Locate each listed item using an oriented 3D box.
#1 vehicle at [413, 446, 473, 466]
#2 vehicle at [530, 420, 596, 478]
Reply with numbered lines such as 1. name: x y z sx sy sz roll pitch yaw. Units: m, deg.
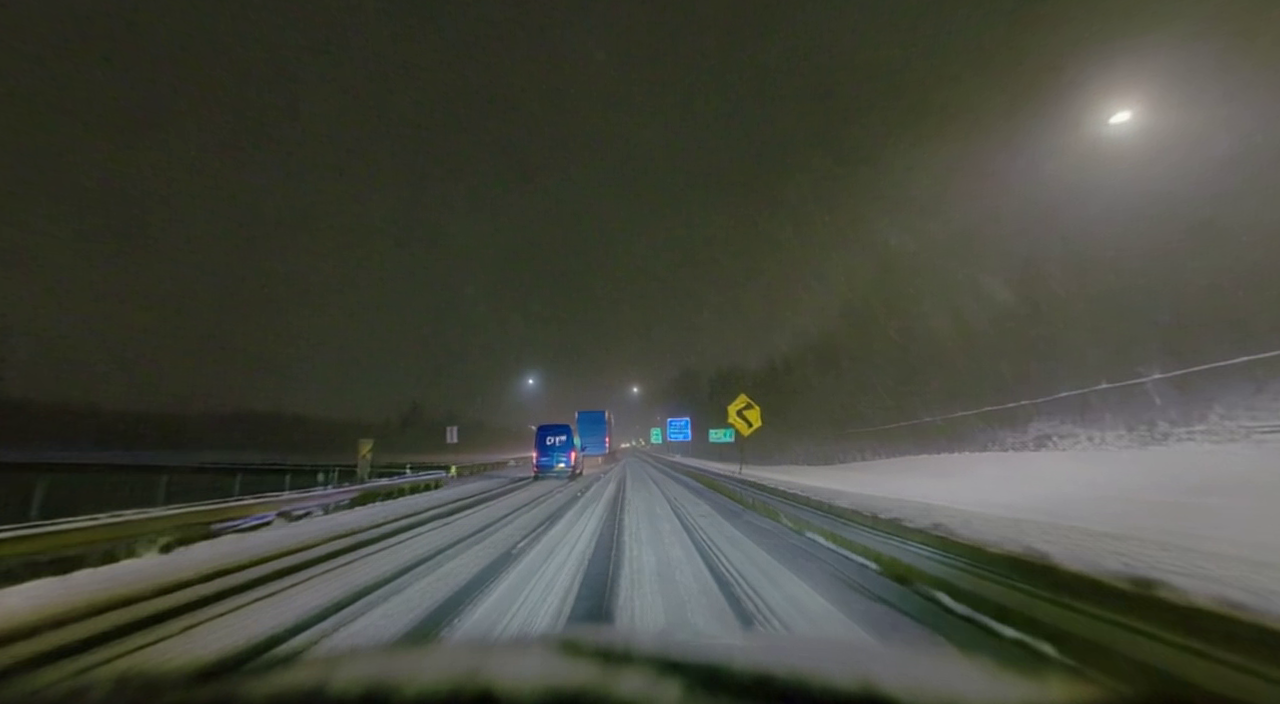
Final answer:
1. vehicle: -15.593 8.254 49.786 4.396 1.557 1.952 2 -9 -14
2. vehicle: -3.819 5.046 32.643 2.463 2.640 7.034 0 -9 0
